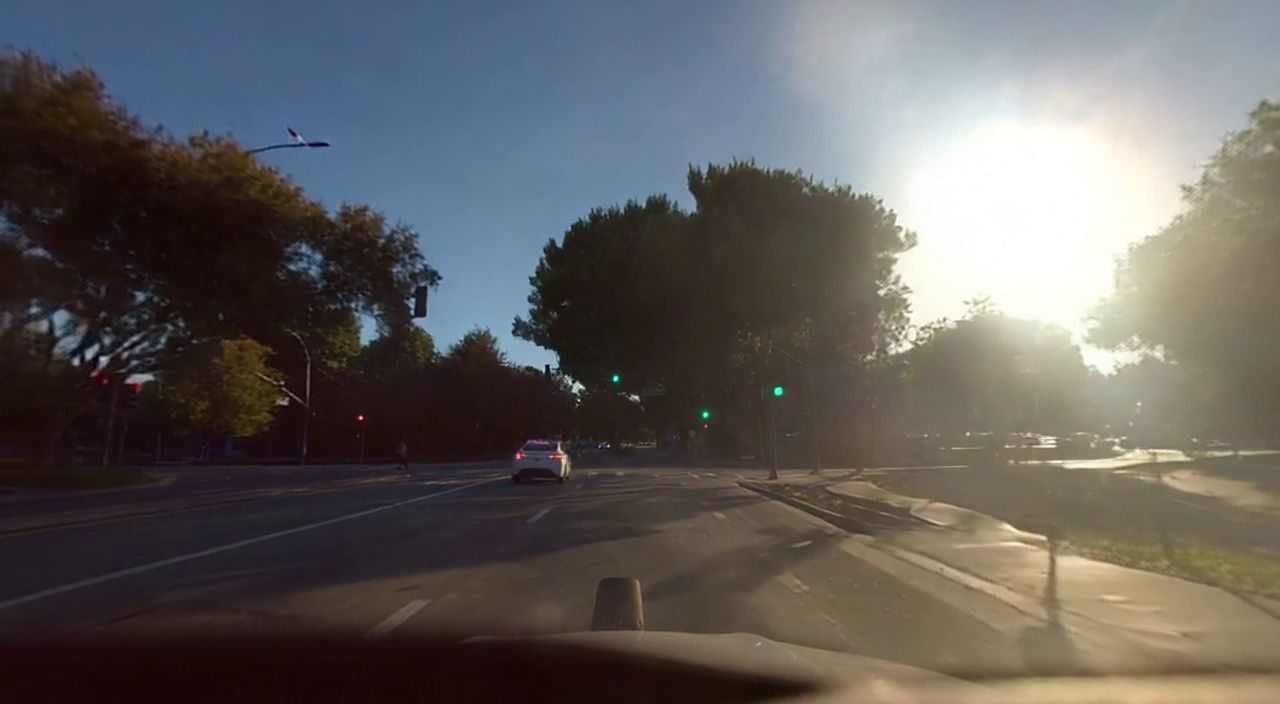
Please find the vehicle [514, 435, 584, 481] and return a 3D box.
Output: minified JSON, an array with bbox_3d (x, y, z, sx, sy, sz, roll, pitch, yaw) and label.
[{"bbox_3d":[-3.395,4.067,24.438,2.076,1.599,4.483,0,-9,0],"label":"vehicle"}]
